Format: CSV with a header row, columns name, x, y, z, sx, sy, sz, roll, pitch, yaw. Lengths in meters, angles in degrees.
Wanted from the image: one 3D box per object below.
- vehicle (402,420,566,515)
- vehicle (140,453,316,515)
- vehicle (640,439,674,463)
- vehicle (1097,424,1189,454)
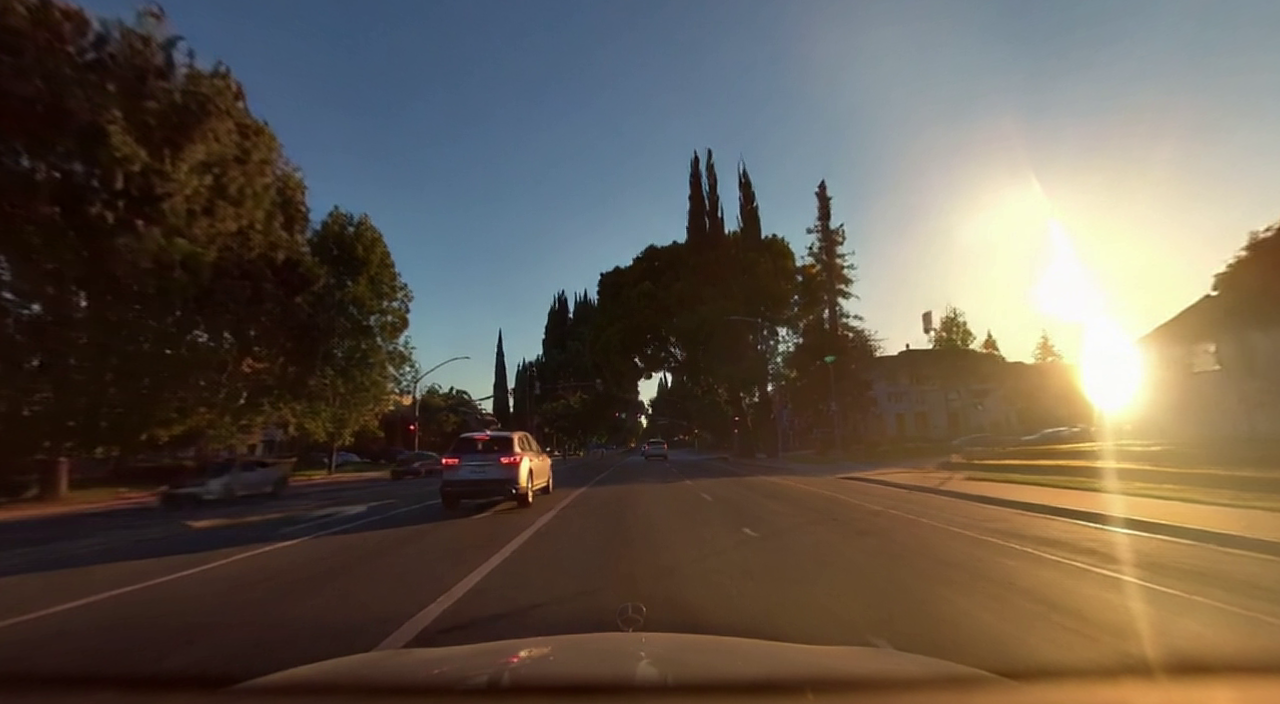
name,x,y,z,sx,sy,sz,roll,pitch,yaw
vehicle,-3.358,2.656,15.042,2.459,1.825,5.380,-1,-8,1
vehicle,-11.770,3.768,18.529,1.915,1.493,4.782,-1,-8,1
vehicle,1.265,7.661,48.910,2.437,1.737,4.420,0,-8,-2
vehicle,33.095,5.722,41.685,2.003,1.734,4.821,-3,-7,0
